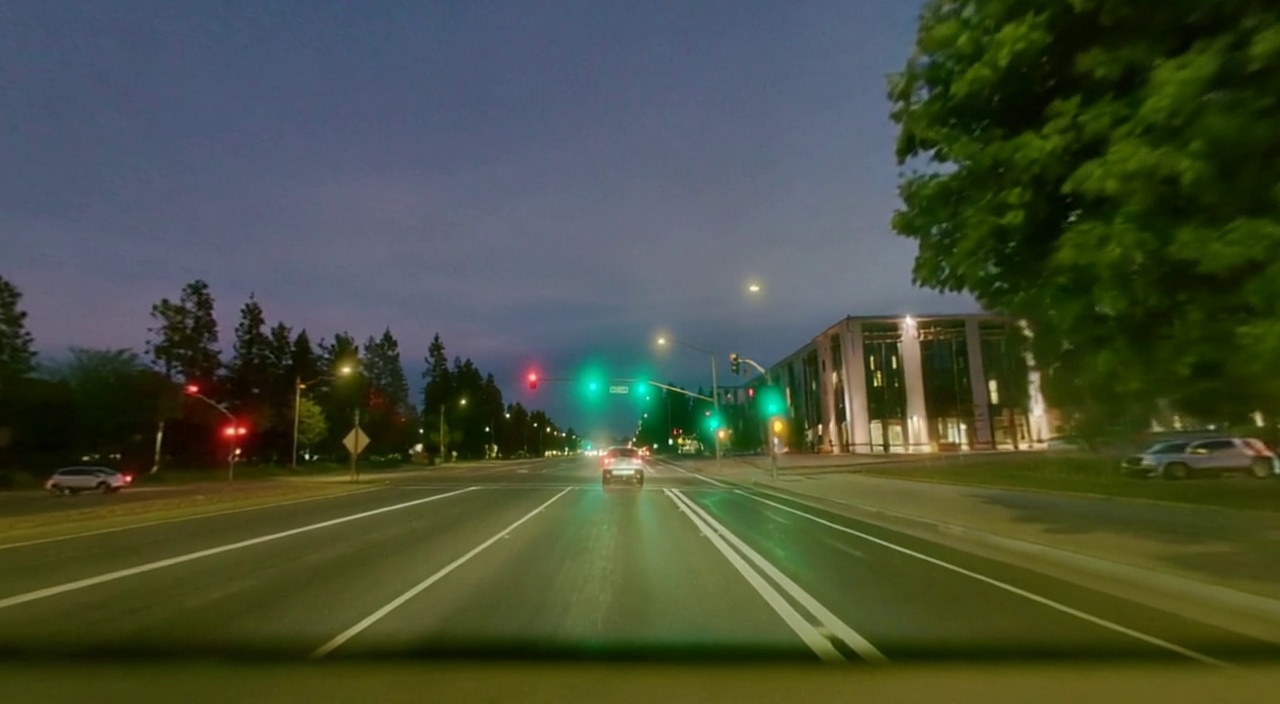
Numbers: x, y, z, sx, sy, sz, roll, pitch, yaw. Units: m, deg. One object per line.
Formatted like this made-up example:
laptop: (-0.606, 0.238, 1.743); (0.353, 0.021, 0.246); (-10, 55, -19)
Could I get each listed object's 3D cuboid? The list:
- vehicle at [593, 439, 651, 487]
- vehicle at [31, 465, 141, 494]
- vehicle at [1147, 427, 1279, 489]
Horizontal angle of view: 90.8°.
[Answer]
vehicle: (-0.700, 4.403, 25.325); (2.130, 1.711, 4.038); (0, -9, -1)
vehicle: (-34.996, 8.047, 39.986); (4.884, 1.736, 2.049); (0, -9, -1)
vehicle: (16.888, 2.879, 17.317); (4.129, 1.569, 2.103); (0, -9, 0)
